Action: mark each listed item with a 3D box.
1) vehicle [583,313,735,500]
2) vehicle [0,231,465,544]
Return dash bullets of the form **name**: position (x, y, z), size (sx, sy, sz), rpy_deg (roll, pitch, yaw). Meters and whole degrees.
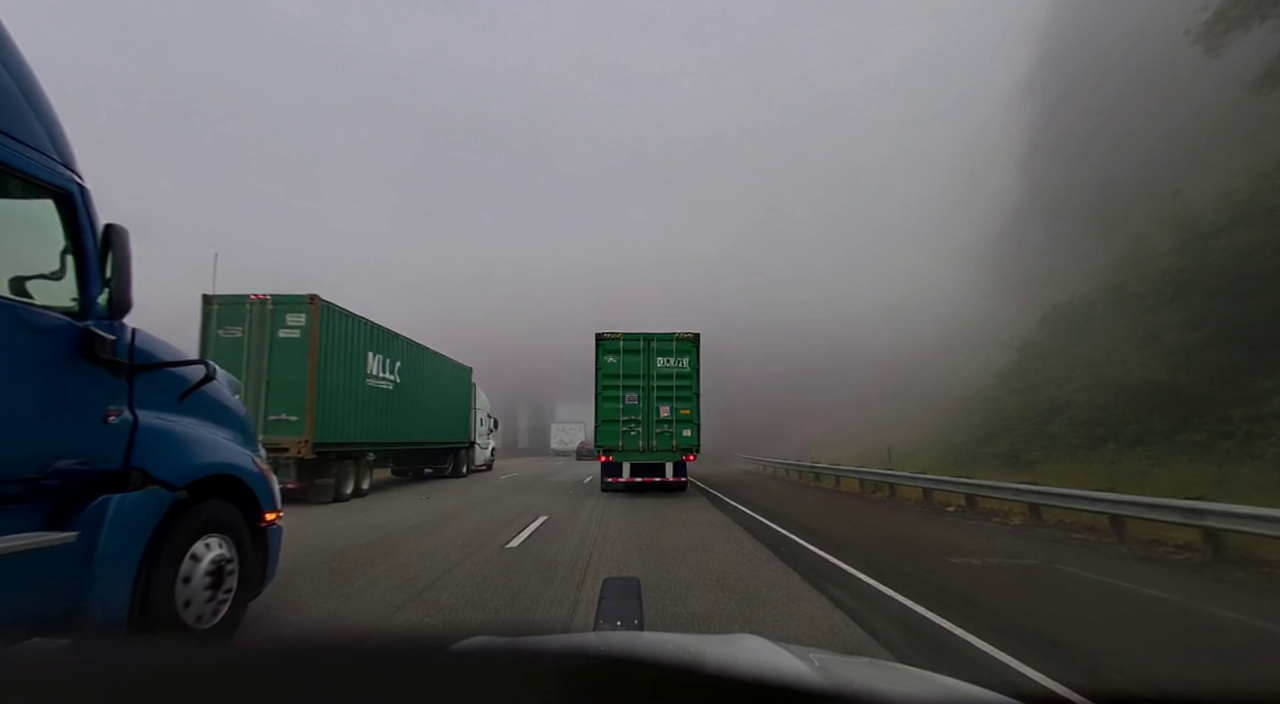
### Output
- **vehicle**: position (0.351, 1.744, 18.020), size (3.357, 4.212, 7.519), rpy_deg (0, -9, -1)
- **vehicle**: position (-7.170, 1.279, 14.271), size (3.023, 4.139, 11.860), rpy_deg (0, -9, 0)
